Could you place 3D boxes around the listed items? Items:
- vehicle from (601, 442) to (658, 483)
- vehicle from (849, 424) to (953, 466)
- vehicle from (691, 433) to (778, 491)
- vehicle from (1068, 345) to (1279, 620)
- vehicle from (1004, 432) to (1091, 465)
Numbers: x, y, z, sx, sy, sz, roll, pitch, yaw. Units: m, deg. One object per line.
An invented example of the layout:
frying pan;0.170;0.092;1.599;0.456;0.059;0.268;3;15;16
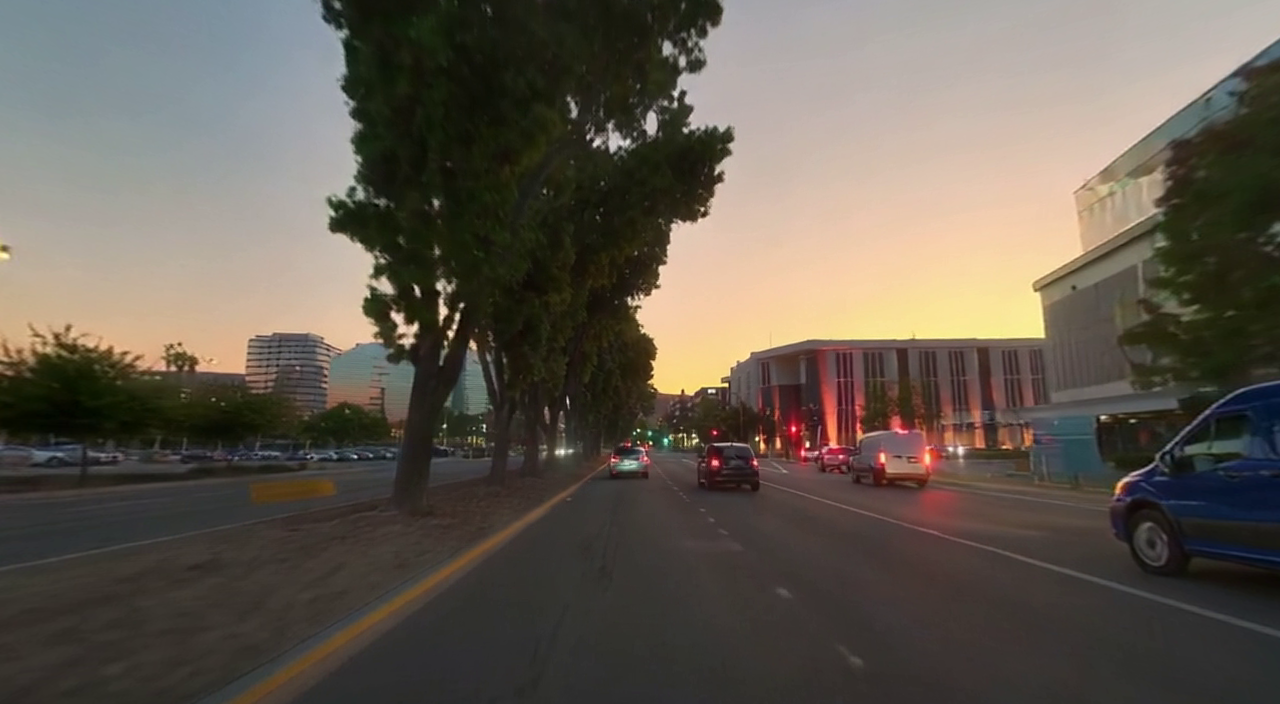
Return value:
vehicle;-0.393;4.284;24.847;2.095;1.456;3.873;0;-8;0
vehicle;17.624;6.309;42.959;5.907;2.777;2.431;0;-8;-2
vehicle;2.995;3.598;21.023;2.047;1.711;4.265;0;-8;-2
vehicle;6.283;0.939;4.430;2.573;2.127;5.568;0;-8;-1
vehicle;27.521;6.494;42.685;4.770;2.109;2.230;2;-9;-16
